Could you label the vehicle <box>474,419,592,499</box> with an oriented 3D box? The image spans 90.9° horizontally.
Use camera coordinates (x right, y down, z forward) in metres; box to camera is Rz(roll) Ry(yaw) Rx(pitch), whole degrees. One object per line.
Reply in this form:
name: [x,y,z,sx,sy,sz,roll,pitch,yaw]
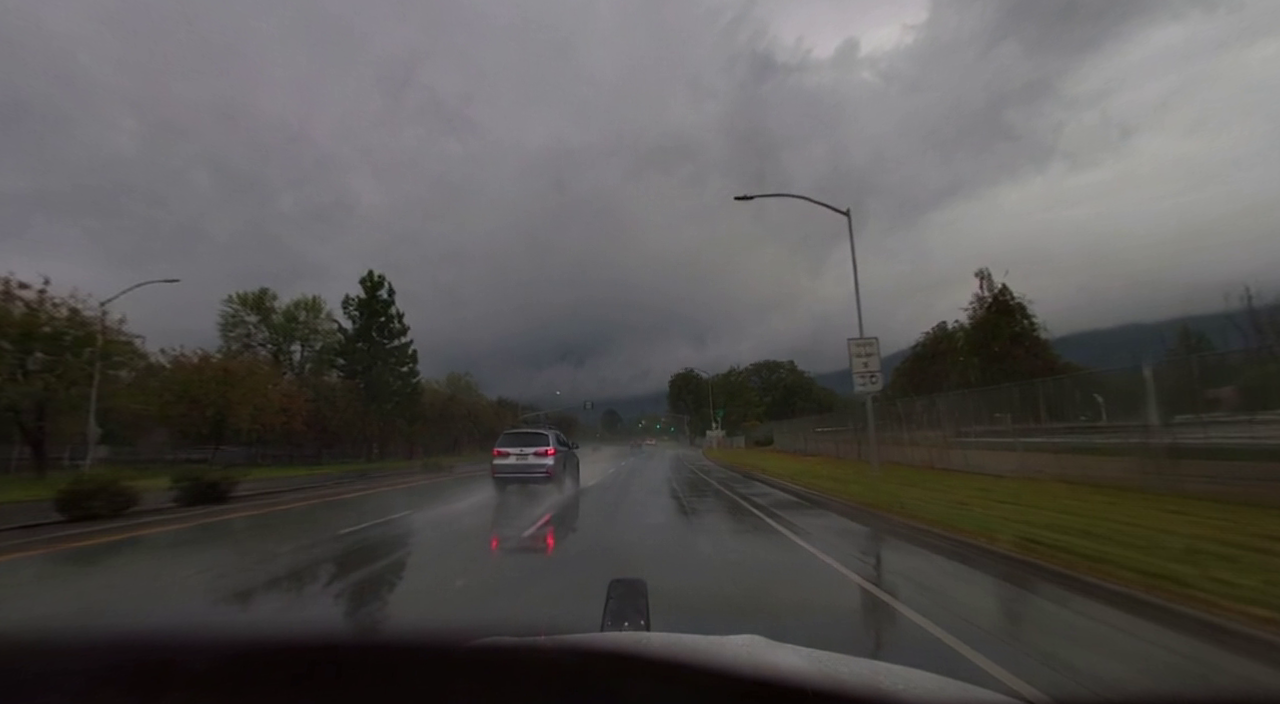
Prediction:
vehicle: [-2.678,2.824,17.080,2.160,1.855,4.695,-1,-8,3]
